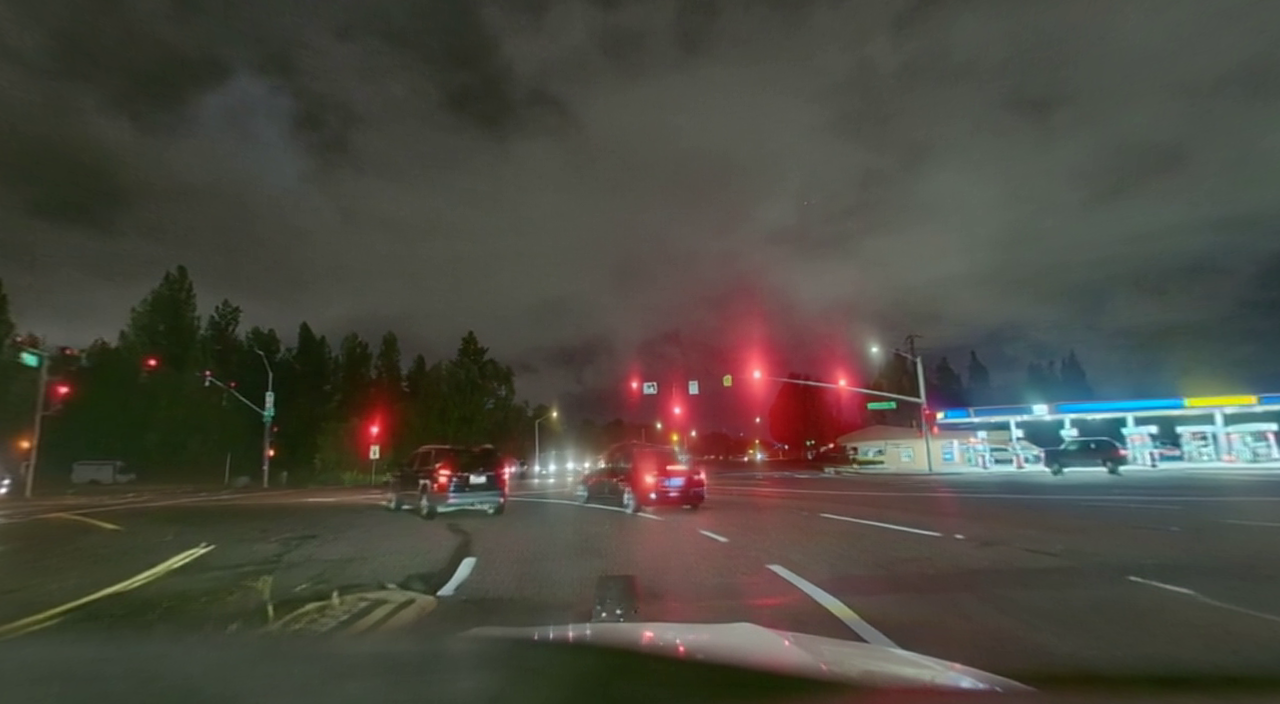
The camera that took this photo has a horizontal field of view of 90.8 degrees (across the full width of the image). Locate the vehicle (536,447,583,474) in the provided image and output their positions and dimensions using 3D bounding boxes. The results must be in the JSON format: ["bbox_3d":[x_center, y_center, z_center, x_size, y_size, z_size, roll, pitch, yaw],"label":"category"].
[{"bbox_3d":[-6.004,8.161,47.961,2.517,1.875,5.774,-1,-9,3],"label":"vehicle"}]

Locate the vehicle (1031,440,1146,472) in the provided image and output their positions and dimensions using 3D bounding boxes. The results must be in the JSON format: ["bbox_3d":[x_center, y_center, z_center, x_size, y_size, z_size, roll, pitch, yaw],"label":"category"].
[{"bbox_3d":[26.237,6.118,37.183,4.952,1.745,2.184,-3,-9,15],"label":"vehicle"}]

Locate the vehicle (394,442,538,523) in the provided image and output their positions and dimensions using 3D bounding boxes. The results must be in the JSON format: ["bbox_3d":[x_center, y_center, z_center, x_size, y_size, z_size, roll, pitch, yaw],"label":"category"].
[{"bbox_3d":[-4.623,3.213,16.305,2.351,1.733,4.616,5,-10,-31],"label":"vehicle"}]

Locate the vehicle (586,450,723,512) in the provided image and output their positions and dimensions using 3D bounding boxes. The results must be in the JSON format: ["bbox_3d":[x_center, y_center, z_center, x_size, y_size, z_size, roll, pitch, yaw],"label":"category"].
[{"bbox_3d":[0.224,3.514,17.848,1.965,1.460,4.581,4,-10,-26],"label":"vehicle"}]
